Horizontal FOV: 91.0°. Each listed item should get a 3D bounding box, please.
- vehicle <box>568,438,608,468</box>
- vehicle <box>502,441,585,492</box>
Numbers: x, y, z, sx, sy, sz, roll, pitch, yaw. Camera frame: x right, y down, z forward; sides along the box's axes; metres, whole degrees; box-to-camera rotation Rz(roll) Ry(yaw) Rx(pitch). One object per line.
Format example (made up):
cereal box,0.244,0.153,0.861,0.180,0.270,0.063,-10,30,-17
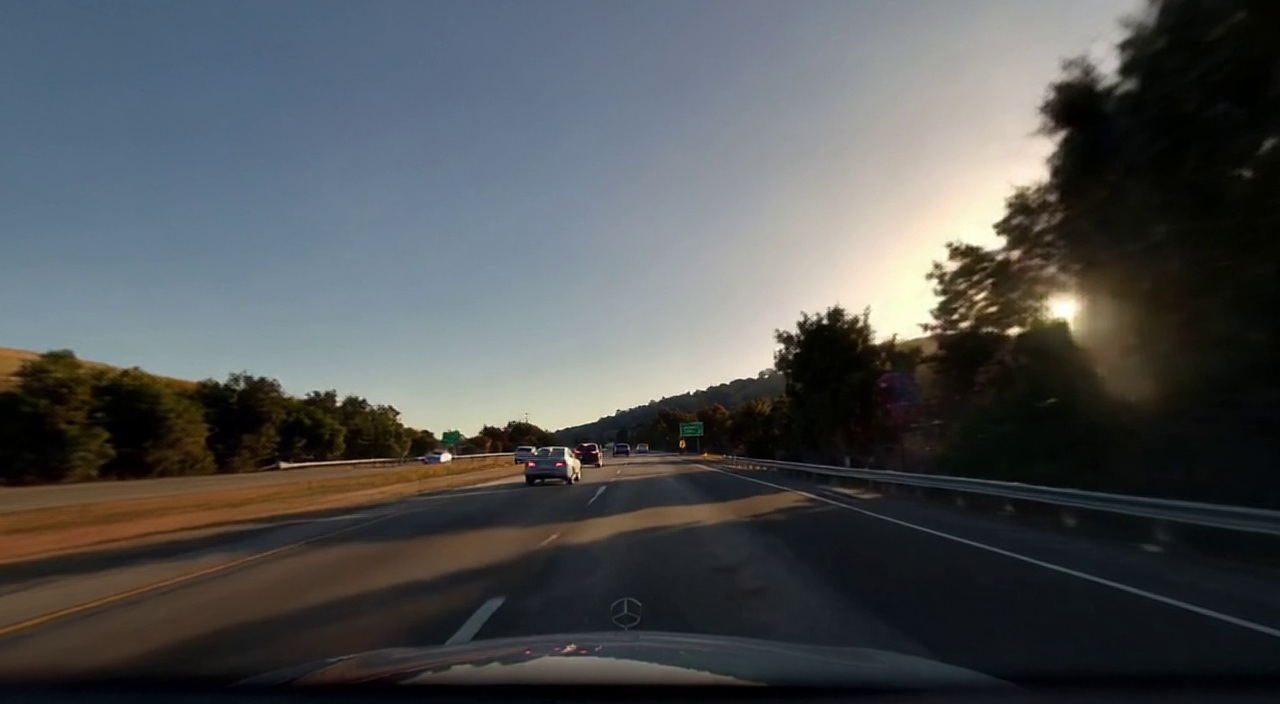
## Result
vehicle,-3.345,6.625,41.306,2.177,1.852,4.427,0,-9,1
vehicle,-3.163,3.892,21.729,2.044,1.527,4.607,0,-9,1
